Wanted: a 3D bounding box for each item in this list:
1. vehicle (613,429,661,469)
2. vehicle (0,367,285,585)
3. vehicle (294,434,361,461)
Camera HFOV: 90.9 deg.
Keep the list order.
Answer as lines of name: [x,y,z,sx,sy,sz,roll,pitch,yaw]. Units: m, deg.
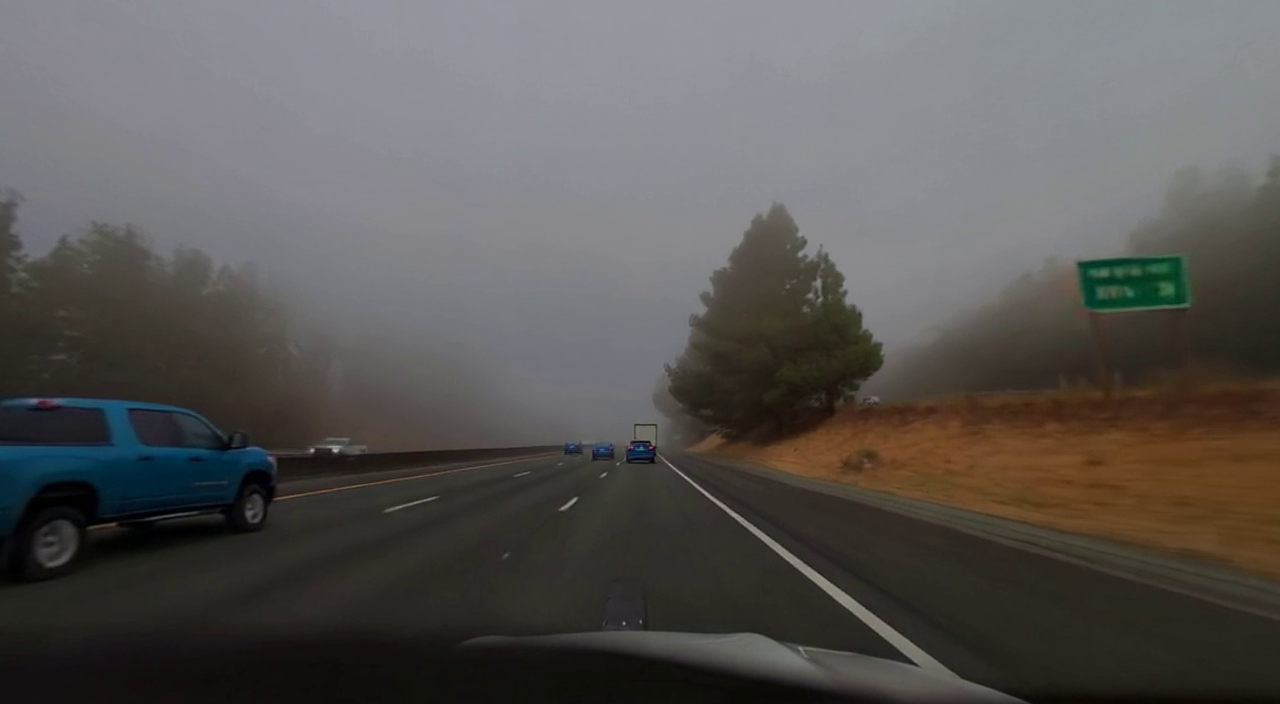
vehicle: [-0.144,5.113,33.252,2.309,1.915,5.130,0,-8,0]
vehicle: [-6.940,1.362,7.303,2.323,1.947,5.672,0,-8,0]
vehicle: [-20.996,6.440,42.660,2.125,1.709,4.642,0,-8,0]
